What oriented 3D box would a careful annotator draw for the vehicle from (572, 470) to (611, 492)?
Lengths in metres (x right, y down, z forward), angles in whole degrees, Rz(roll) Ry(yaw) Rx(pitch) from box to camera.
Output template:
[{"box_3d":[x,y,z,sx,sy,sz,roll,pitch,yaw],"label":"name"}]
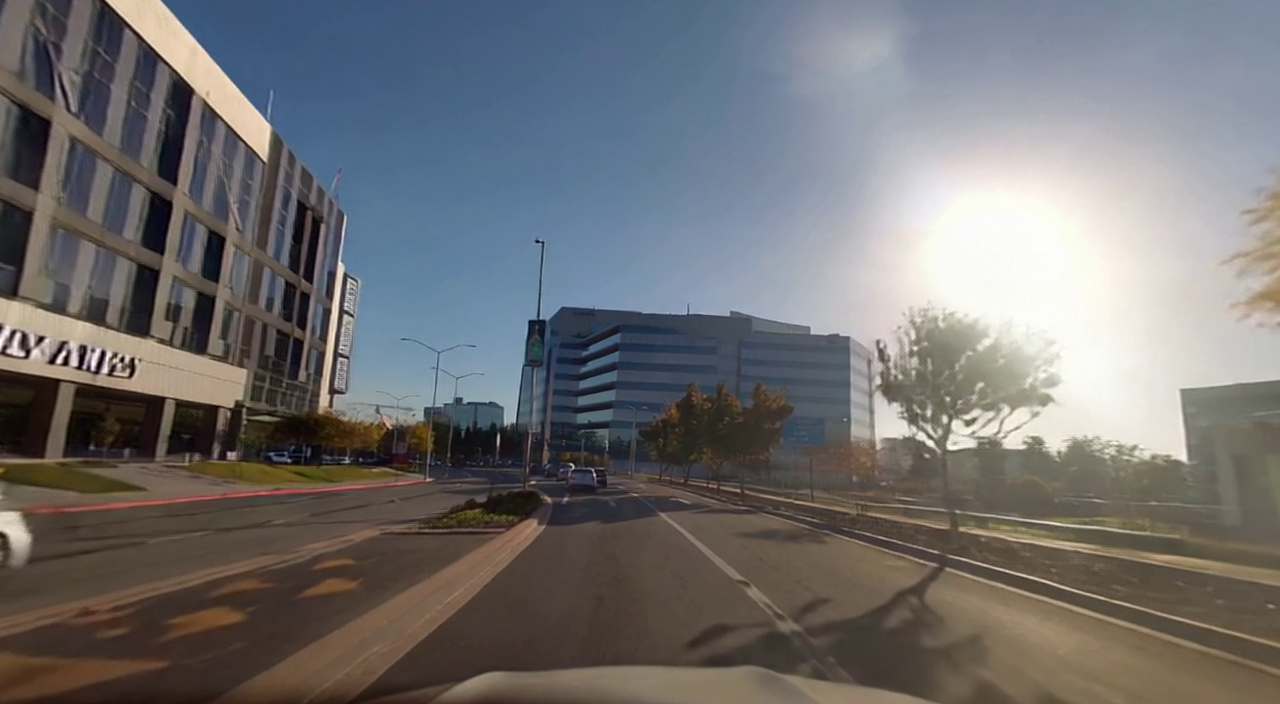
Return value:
[{"box_3d":[-2.913,7.599,37.034,1.775,1.186,2.933,3,-11,-14],"label":"vehicle"}]
